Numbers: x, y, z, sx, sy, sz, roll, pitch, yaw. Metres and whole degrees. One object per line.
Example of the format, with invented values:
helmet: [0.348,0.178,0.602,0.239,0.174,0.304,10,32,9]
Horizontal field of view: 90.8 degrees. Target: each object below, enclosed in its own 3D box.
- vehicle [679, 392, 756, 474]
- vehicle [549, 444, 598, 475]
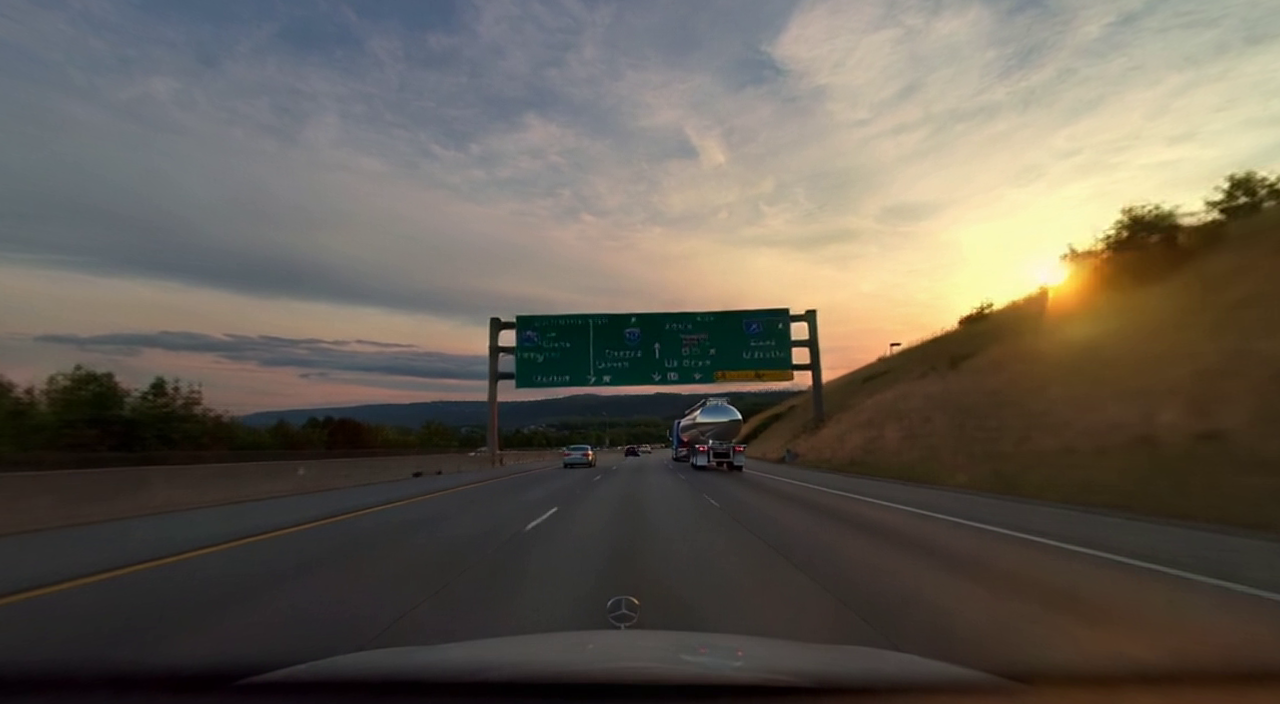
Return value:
vehicle: [3.874,4.469,33.958,2.759,3.734,9.708,0,-9,-1]
vehicle: [-3.347,5.483,32.533,1.986,1.458,4.506,0,-9,1]
